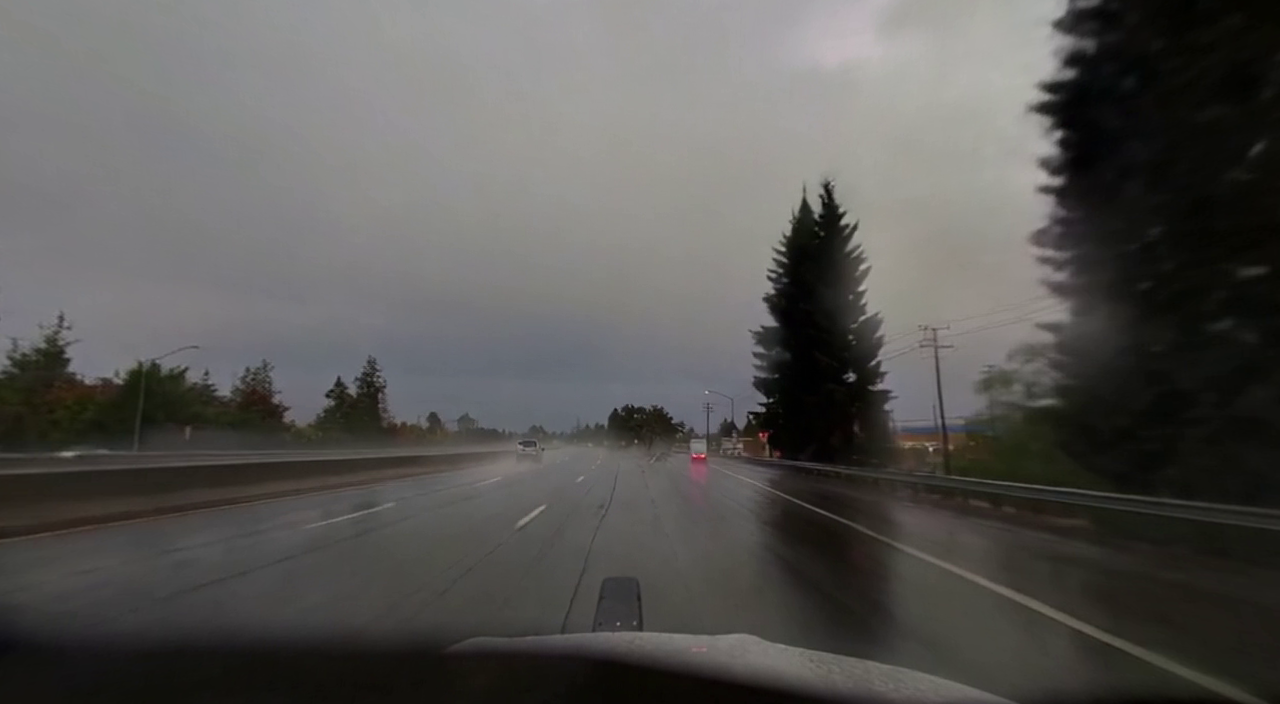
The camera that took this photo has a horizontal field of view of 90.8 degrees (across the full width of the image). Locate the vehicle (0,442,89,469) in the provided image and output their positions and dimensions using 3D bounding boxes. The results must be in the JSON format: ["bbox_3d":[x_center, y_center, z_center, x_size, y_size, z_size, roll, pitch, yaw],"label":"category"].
[{"bbox_3d":[-40.525,7.030,43.052,1.975,1.695,4.592,0,-8,-4],"label":"vehicle"}]
